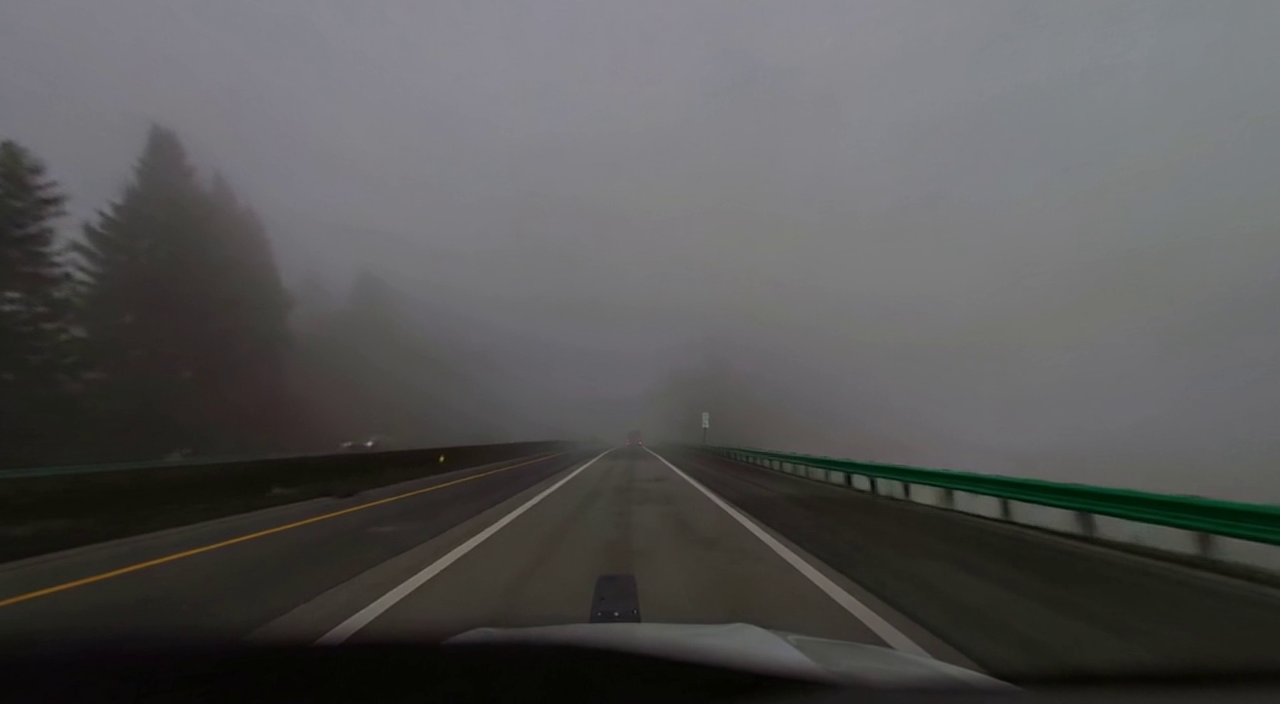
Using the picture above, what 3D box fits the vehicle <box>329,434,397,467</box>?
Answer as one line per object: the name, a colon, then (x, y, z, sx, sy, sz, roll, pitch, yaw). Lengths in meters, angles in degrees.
vehicle: (-17.267, 6.123, 39.565, 2.124, 1.891, 4.742, 0, -8, 0)
